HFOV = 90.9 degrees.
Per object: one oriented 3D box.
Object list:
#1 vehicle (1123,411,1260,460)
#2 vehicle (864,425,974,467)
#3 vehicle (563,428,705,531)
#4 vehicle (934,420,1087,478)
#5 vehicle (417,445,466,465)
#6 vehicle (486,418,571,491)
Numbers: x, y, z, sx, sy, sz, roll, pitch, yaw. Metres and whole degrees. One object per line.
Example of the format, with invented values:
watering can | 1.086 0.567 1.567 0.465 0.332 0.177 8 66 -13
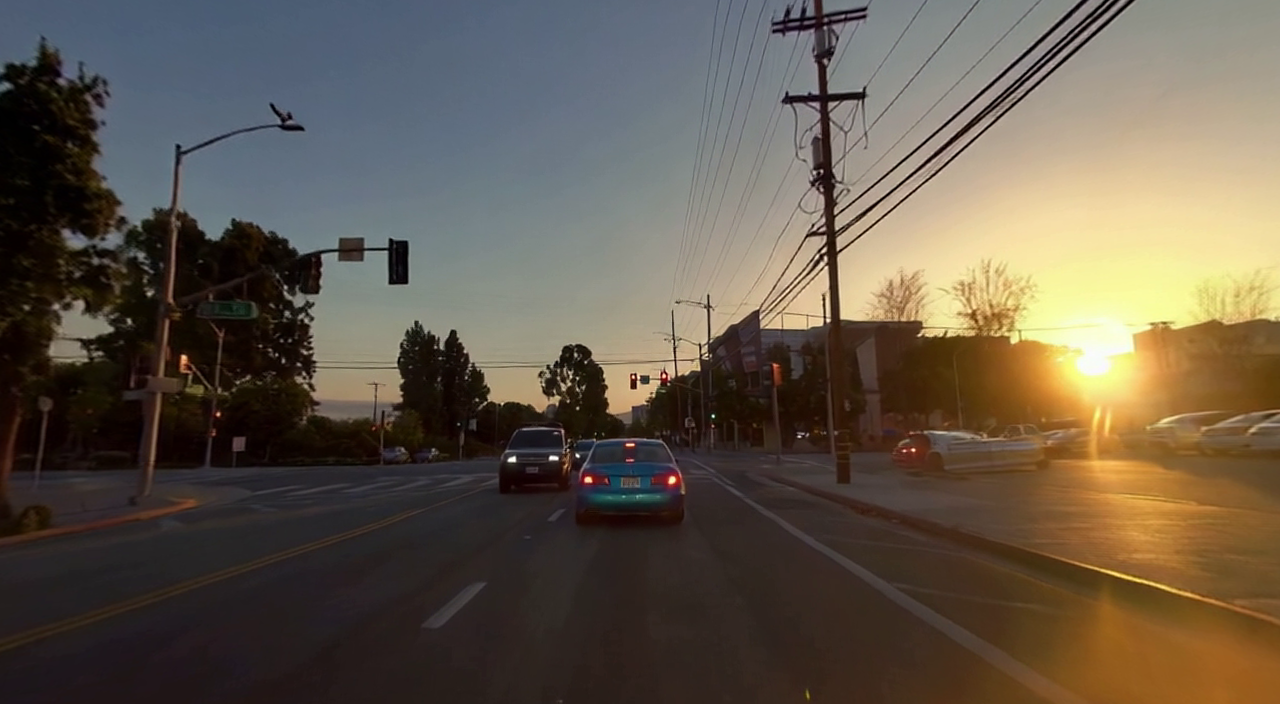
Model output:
vehicle | 18.688 2.851 21.346 4.446 1.511 1.977 4 -10 -29
vehicle | 10.618 3.624 24.400 1.842 1.471 4.481 1 -8 -6
vehicle | -0.154 2.180 11.398 2.070 1.481 4.216 0 -8 -2
vehicle | 10.514 2.800 18.339 1.888 1.455 4.268 0 -8 1
vehicle | -15.633 8.048 49.515 2.111 1.511 4.641 6 -10 -37
vehicle | -3.126 2.984 18.628 2.106 1.852 4.512 1 -8 -5
